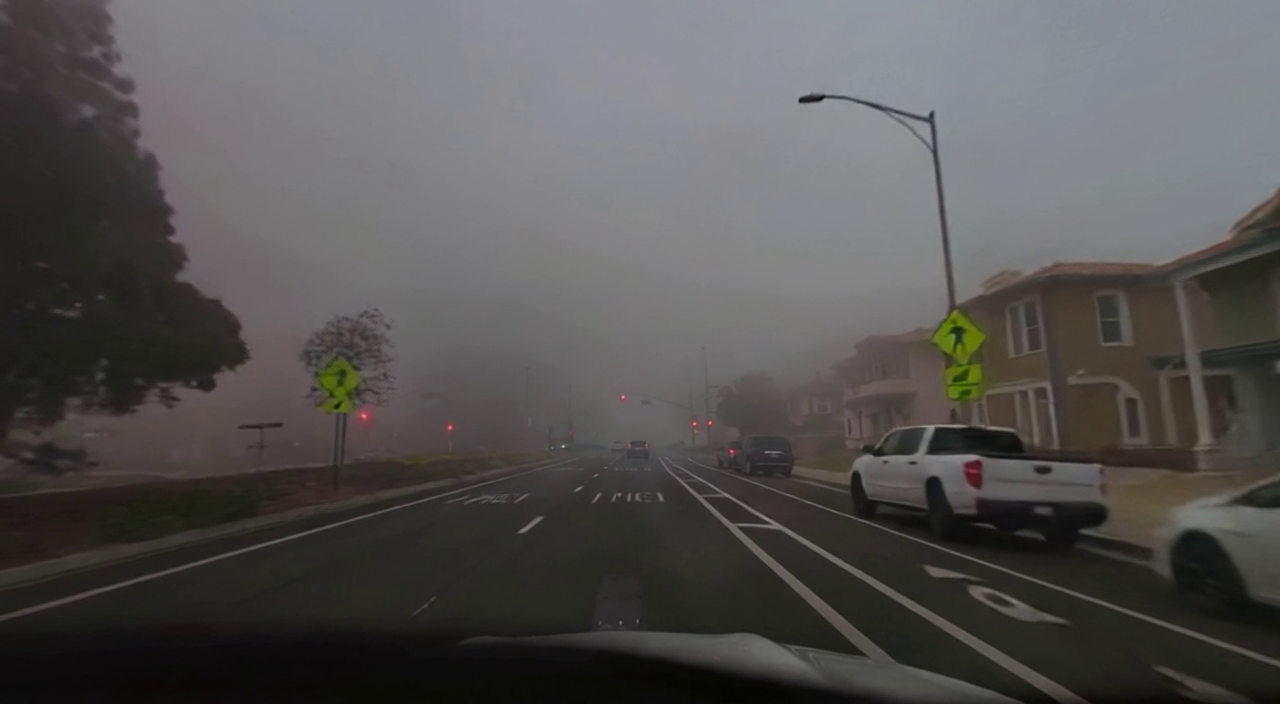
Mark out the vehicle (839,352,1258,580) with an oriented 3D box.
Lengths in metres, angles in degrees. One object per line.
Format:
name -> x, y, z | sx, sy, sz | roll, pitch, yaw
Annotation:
vehicle -> 5.480, 1.730, 10.178 | 2.324, 2.468, 6.422 | 1, -9, -1

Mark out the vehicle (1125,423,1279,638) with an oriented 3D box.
vehicle -> 5.766, 1.208, 3.858 | 1.940, 1.584, 4.553 | 1, -9, 0

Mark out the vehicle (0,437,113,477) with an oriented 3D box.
vehicle -> -36.533, 6.467, 39.006 | 5.817, 2.386, 2.307 | 0, -9, 0

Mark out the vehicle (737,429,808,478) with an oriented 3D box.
vehicle -> 5.593, 4.344, 27.315 | 2.008, 1.930, 4.919 | 0, -8, 1
